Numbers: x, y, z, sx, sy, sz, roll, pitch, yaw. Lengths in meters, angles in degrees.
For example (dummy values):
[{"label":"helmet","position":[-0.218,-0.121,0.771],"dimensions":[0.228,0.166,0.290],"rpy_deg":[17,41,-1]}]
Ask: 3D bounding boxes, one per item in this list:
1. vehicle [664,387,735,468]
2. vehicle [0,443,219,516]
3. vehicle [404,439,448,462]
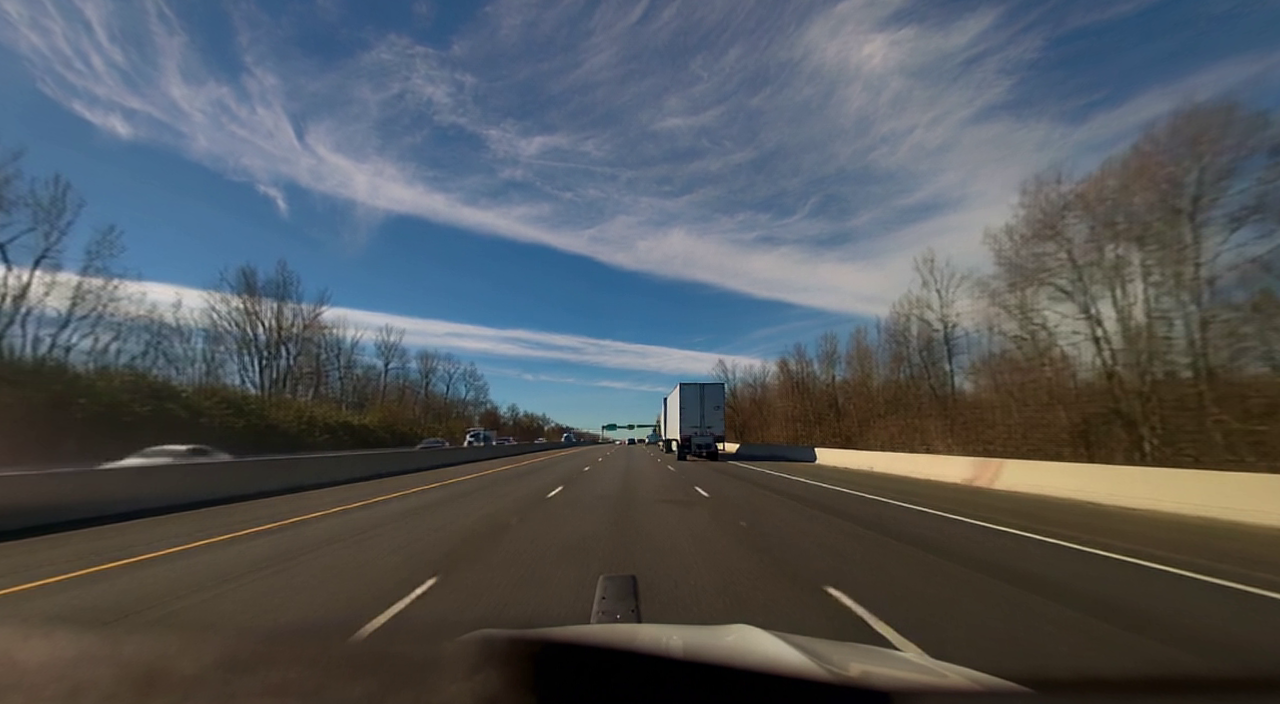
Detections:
[{"label":"vehicle","position":[3.340,4.866,40.080],"dimensions":[2.979,4.161,15.508],"rpy_deg":[1,-7,0]},{"label":"vehicle","position":[-12.475,2.961,15.203],"dimensions":[1.803,1.450,4.054],"rpy_deg":[0,-8,-1]},{"label":"vehicle","position":[-16.076,7.397,47.421],"dimensions":[1.938,1.579,4.138],"rpy_deg":[0,-8,-1]}]
